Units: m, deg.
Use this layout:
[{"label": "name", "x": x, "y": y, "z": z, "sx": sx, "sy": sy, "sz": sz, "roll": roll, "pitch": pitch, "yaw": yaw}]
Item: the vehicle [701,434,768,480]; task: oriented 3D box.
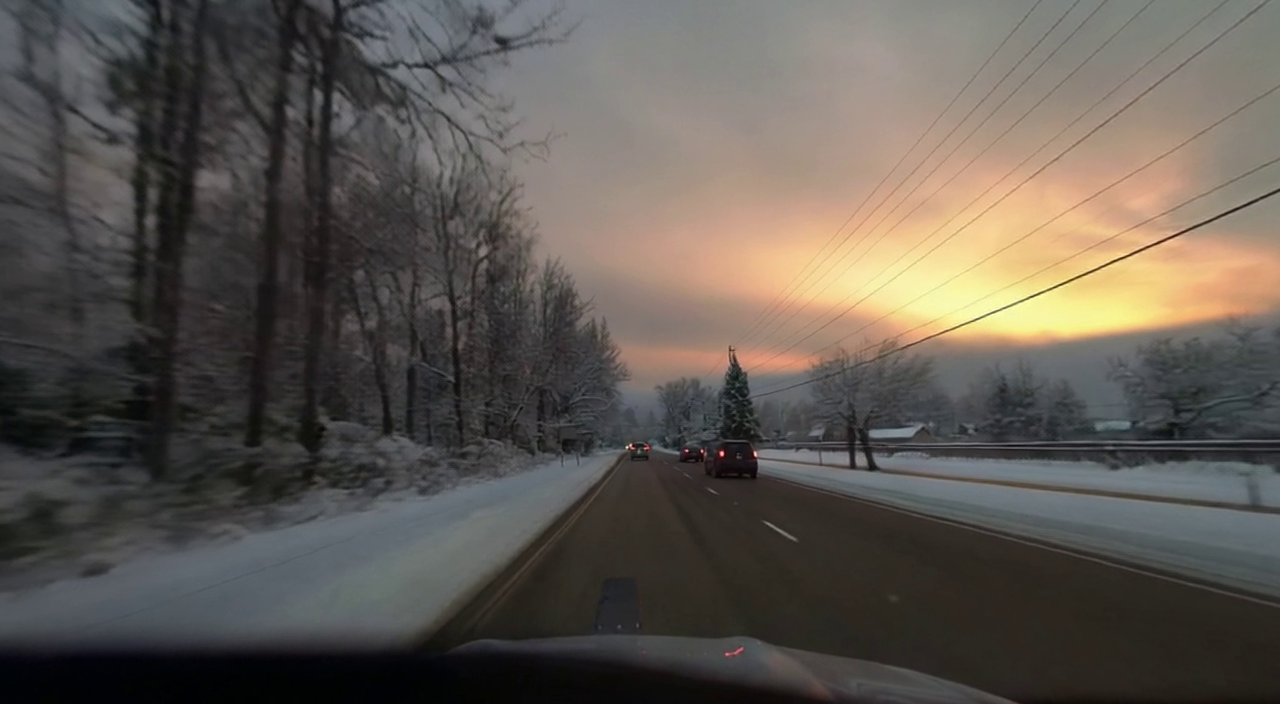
[{"label": "vehicle", "x": 4.045, "y": 4.615, "z": 27.924, "sx": 2.112, "sy": 1.825, "sz": 4.574, "roll": 0, "pitch": -9, "yaw": -2}]

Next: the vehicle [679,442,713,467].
[{"label": "vehicle", "x": 3.892, "y": 7.167, "z": 44.463, "sx": 2.012, "sy": 1.653, "sz": 4.115, "roll": 0, "pitch": -9, "yaw": -1}]
